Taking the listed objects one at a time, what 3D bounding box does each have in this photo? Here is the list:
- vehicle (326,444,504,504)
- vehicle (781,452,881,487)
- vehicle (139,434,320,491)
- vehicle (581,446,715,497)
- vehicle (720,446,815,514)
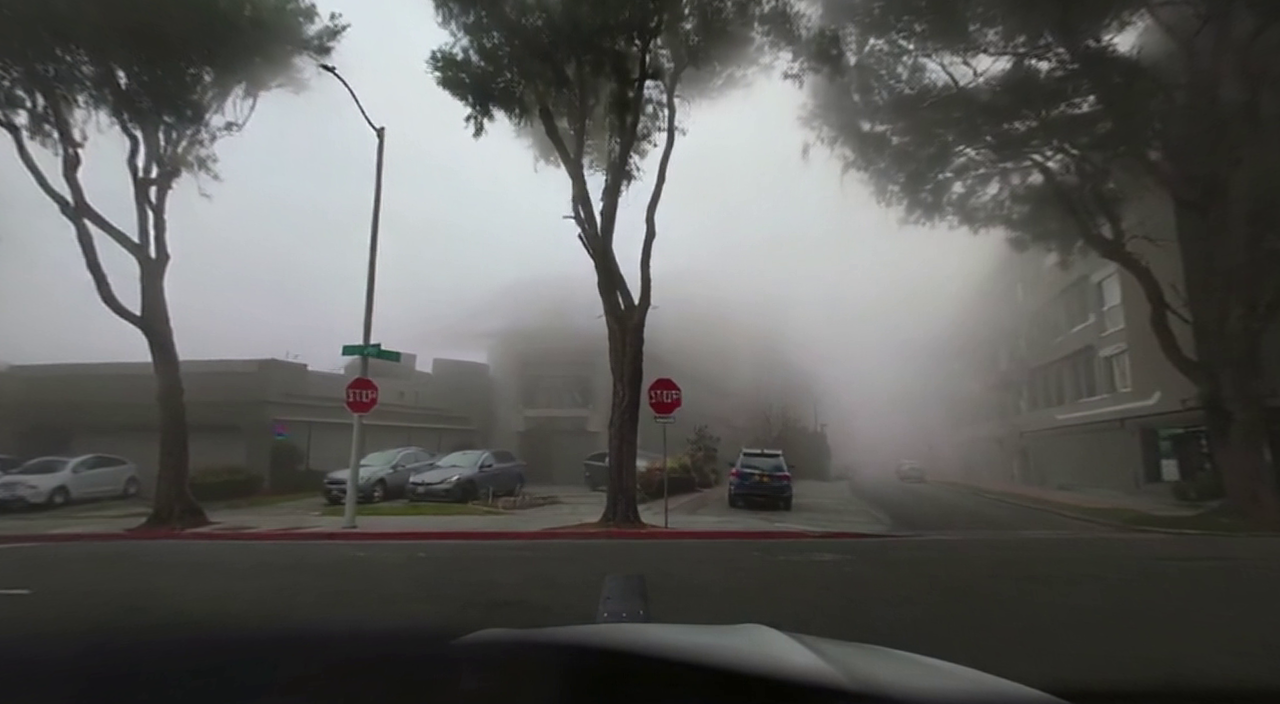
[{"bbox_3d":[-6.911,3.776,19.675,4.778,1.753,1.959,0,-9,3],"label":"vehicle"},{"bbox_3d":[10.800,6.650,35.743,5.004,1.797,1.946,-6,-11,35],"label":"vehicle"},{"bbox_3d":[-25.019,6.721,38.473,9.384,3.230,2.928,-1,-9,7],"label":"vehicle"},{"bbox_3d":[0.473,4.978,26.716,5.798,1.920,2.267,9,-12,-44],"label":"vehicle"},{"bbox_3d":[4.110,4.195,21.356,2.305,1.962,5.685,0,-9,3],"label":"vehicle"}]
